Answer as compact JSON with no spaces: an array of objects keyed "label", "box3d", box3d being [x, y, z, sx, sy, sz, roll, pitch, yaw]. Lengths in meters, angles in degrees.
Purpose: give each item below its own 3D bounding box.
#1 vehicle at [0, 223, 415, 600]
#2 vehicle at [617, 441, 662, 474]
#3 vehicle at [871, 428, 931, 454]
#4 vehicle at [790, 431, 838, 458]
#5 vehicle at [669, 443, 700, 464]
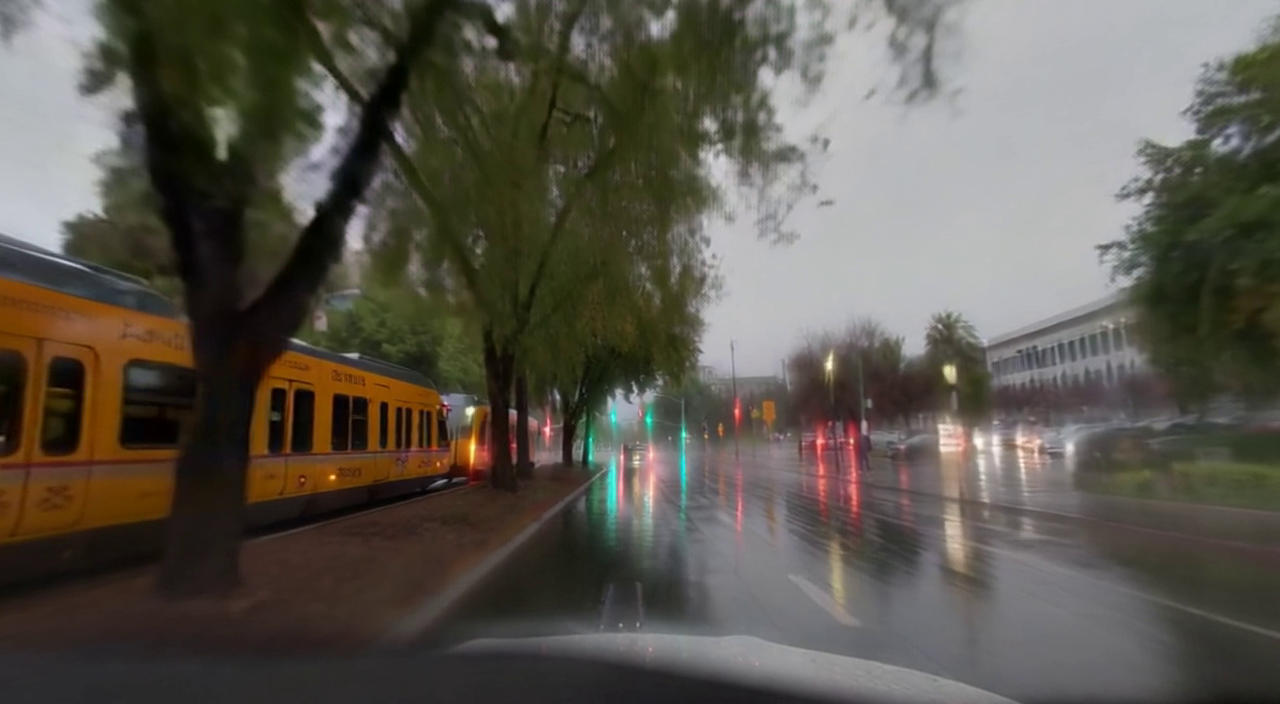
[{"label":"vehicle","box3d":[-7.794,1.157,10.944,2.897,3.700,13.528,0,-7,0]},{"label":"vehicle","box3d":[-0.034,5.074,30.675,2.002,1.471,4.337,0,-8,0]},{"label":"vehicle","box3d":[19.321,6.673,47.146,2.159,1.817,5.675,0,-9,1]},{"label":"vehicle","box3d":[13.110,7.033,47.948,2.145,1.911,5.581,0,-9,1]},{"label":"vehicle","box3d":[3.199,7.368,46.079,1.944,1.447,4.392,0,-8,0]}]
